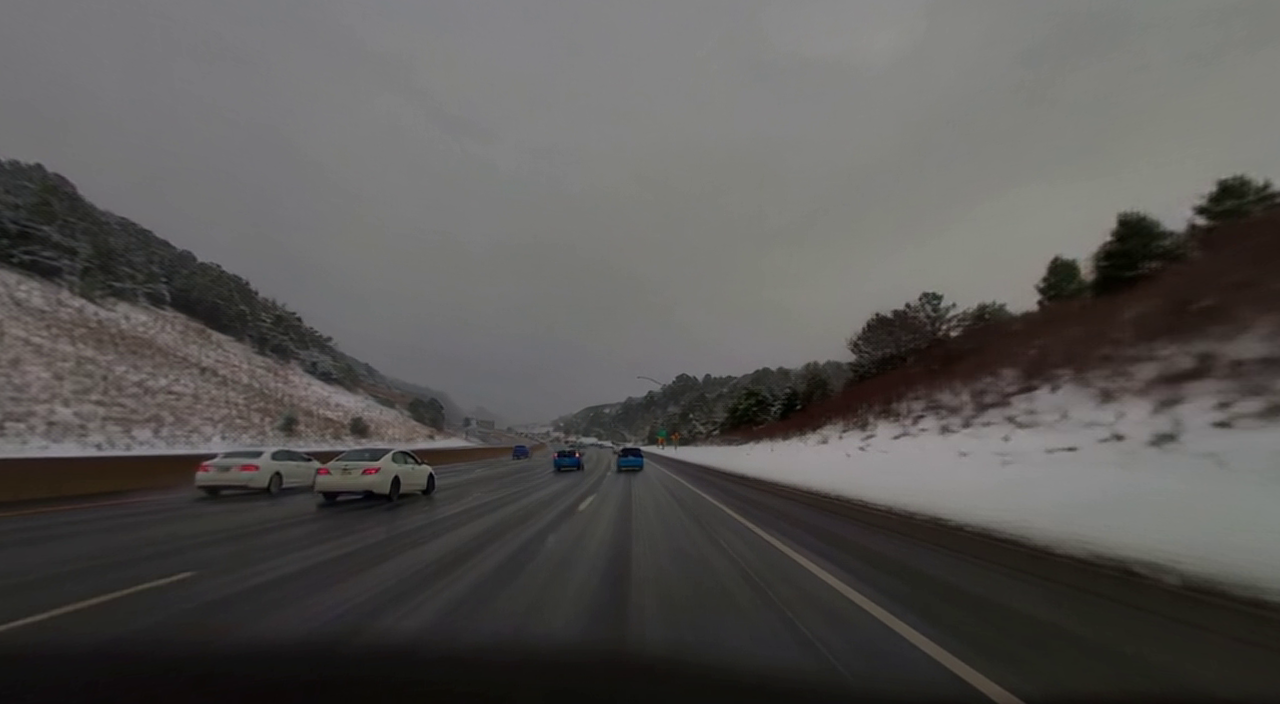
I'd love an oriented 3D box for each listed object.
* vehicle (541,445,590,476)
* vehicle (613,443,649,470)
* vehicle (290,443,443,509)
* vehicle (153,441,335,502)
[{"bbox_3d":[-3.827,5.675,33.362,2.144,1.505,4.649,0,-8,-1],"label":"vehicle"},{"bbox_3d":[-0.652,6.791,41.282,2.225,1.674,4.044,0,-8,-2],"label":"vehicle"},{"bbox_3d":[-6.718,3.057,16.105,1.991,1.441,4.265,0,-8,0],"label":"vehicle"},{"bbox_3d":[-11.027,3.328,18.144,2.048,1.501,4.898,0,-8,0],"label":"vehicle"}]
